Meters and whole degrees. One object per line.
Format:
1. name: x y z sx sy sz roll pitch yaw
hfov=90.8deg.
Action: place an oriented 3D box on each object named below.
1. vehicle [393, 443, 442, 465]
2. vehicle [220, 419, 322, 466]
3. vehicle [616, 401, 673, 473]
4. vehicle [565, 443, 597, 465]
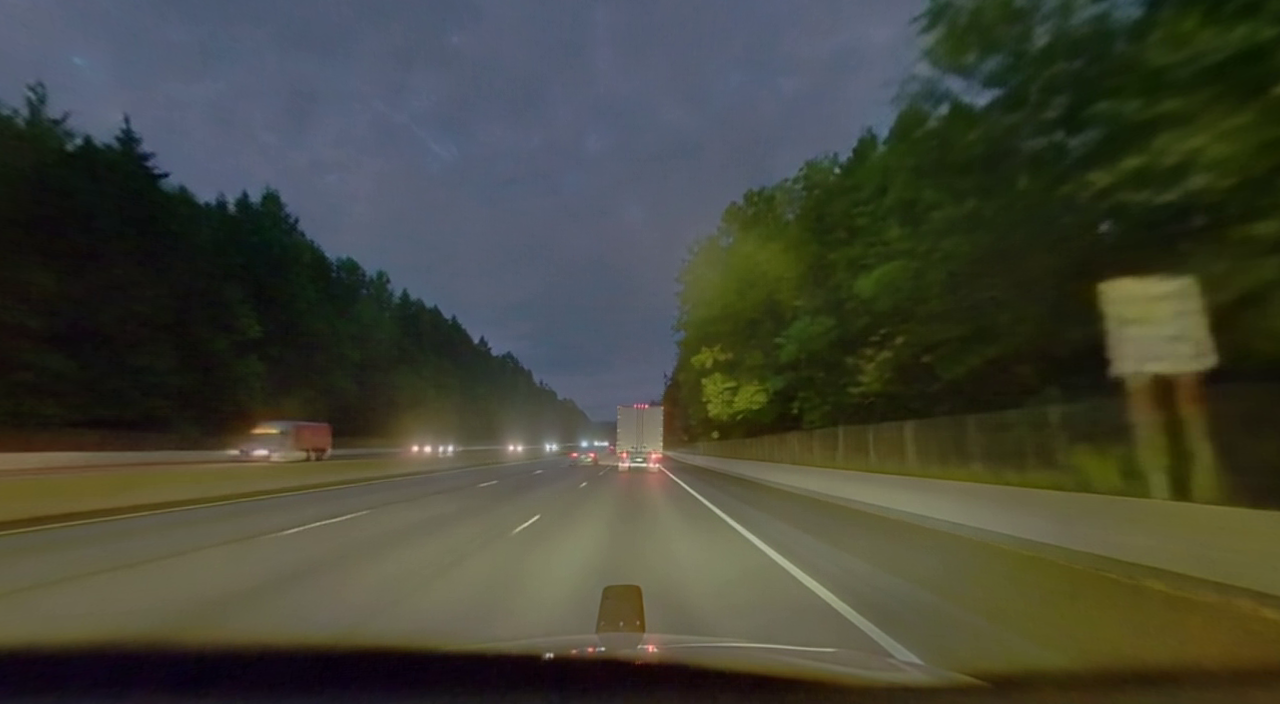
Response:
1. vehicle: -16.056 7.394 45.747 1.897 1.464 4.483 0 -9 1
2. vehicle: -23.082 5.783 39.961 2.236 2.690 6.941 0 -9 0
3. vehicle: 0.081 5.458 39.410 2.976 3.800 12.335 0 -9 -1
4. vehicle: -4.368 7.653 47.178 1.964 1.556 4.071 0 -9 0
